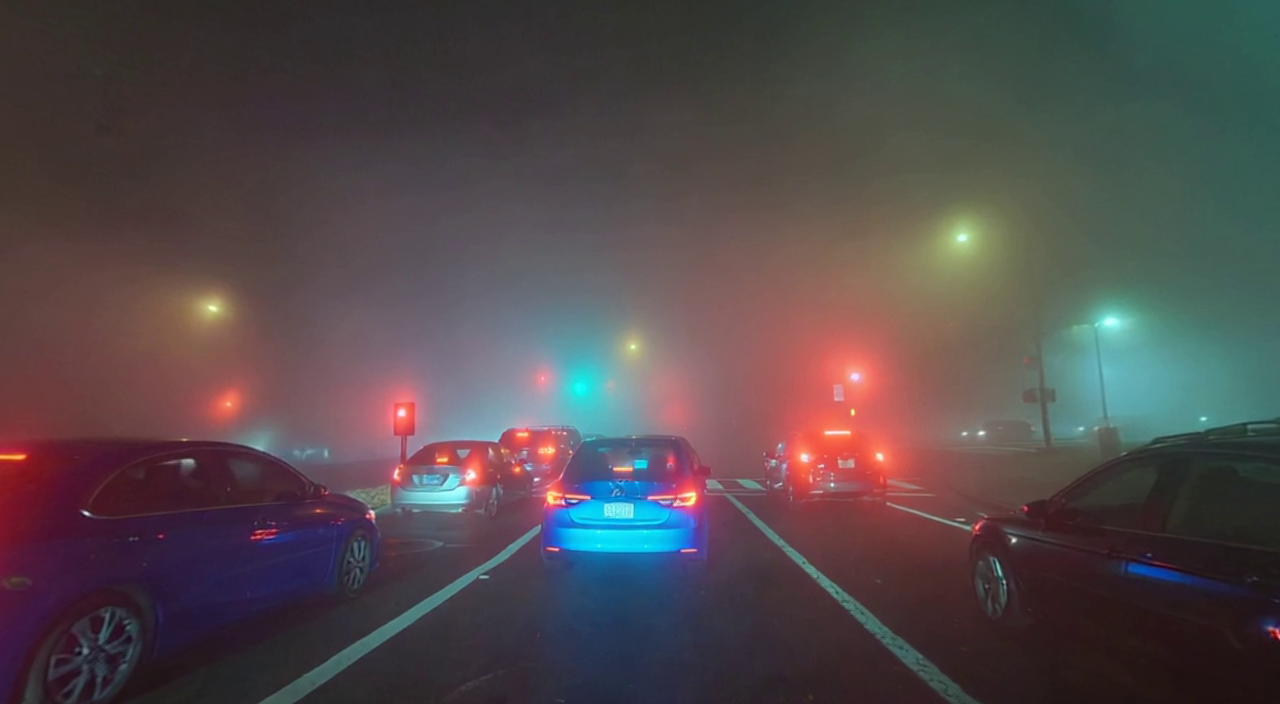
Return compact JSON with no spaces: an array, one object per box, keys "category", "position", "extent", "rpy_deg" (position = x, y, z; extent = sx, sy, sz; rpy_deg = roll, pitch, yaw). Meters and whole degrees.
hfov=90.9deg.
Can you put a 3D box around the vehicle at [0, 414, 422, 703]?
[{"category":"vehicle","position":[-3.408,1.298,4.710],"extent":[1.980,1.454,4.226],"rpy_deg":[0,-8,1]}]

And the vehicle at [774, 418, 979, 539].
[{"category":"vehicle","position":[3.779,2.096,11.023],"extent":[2.007,1.683,4.171],"rpy_deg":[0,-8,1]}]

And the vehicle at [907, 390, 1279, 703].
[{"category":"vehicle","position":[3.412,1.067,3.495],"extent":[1.981,1.499,4.536],"rpy_deg":[-1,-8,2]}]

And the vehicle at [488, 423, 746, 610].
[{"category":"vehicle","position":[-0.174,1.616,7.114],"extent":[2.059,1.477,3.988],"rpy_deg":[0,-8,0]}]
